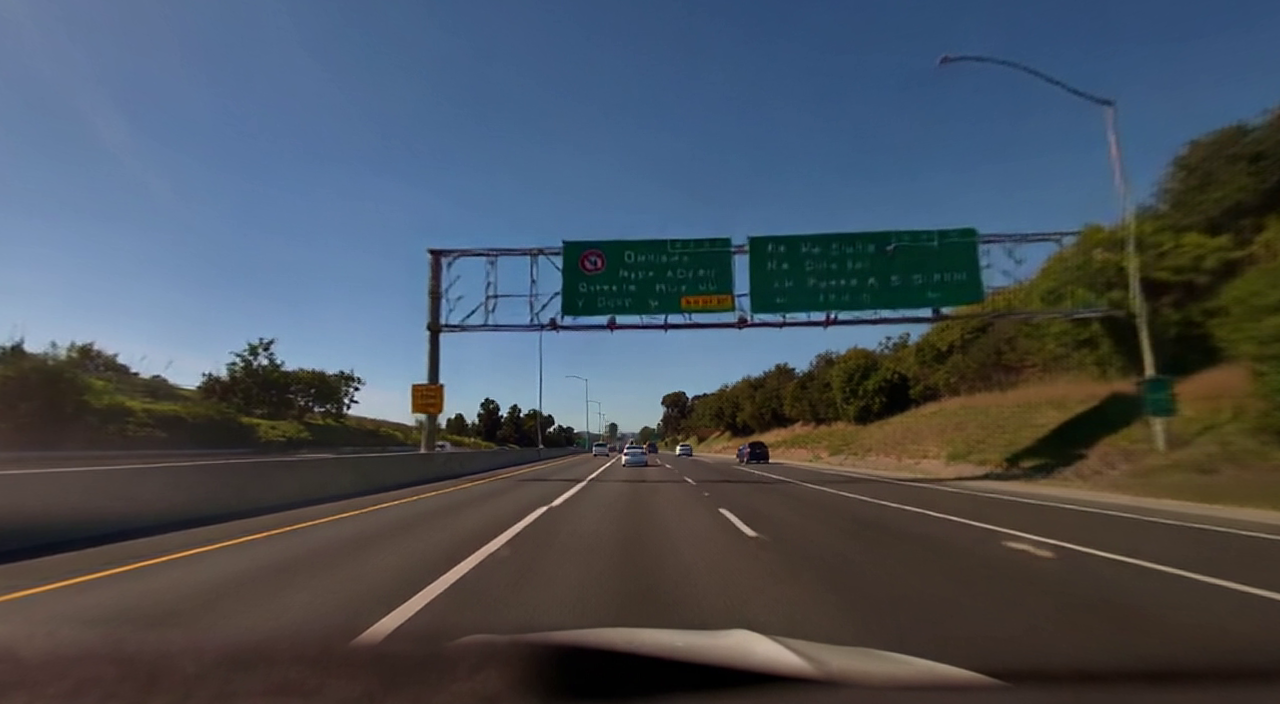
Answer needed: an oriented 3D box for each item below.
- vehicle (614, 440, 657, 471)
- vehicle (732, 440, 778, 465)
[{"bbox_3d":[-0.244,5.188,31.920,1.985,1.457,4.227,0,-9,-1],"label":"vehicle"},{"bbox_3d":[6.972,6.141,38.721,1.935,1.478,4.433,0,-9,-1],"label":"vehicle"}]
